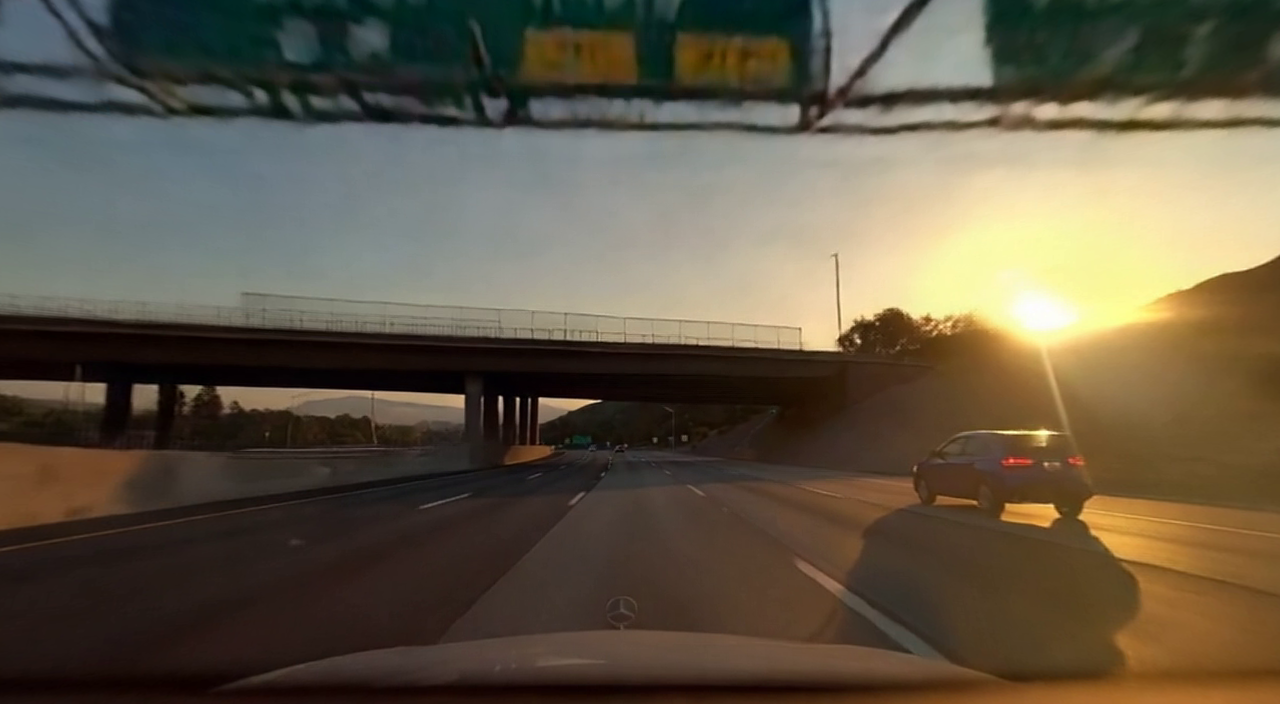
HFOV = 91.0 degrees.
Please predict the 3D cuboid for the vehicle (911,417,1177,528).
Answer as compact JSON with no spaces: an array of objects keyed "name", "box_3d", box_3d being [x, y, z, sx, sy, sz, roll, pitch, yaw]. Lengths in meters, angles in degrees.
[{"name":"vehicle","box_3d":[7.242,2.208,12.032,2.091,1.711,4.383,0,-9,-1]}]
